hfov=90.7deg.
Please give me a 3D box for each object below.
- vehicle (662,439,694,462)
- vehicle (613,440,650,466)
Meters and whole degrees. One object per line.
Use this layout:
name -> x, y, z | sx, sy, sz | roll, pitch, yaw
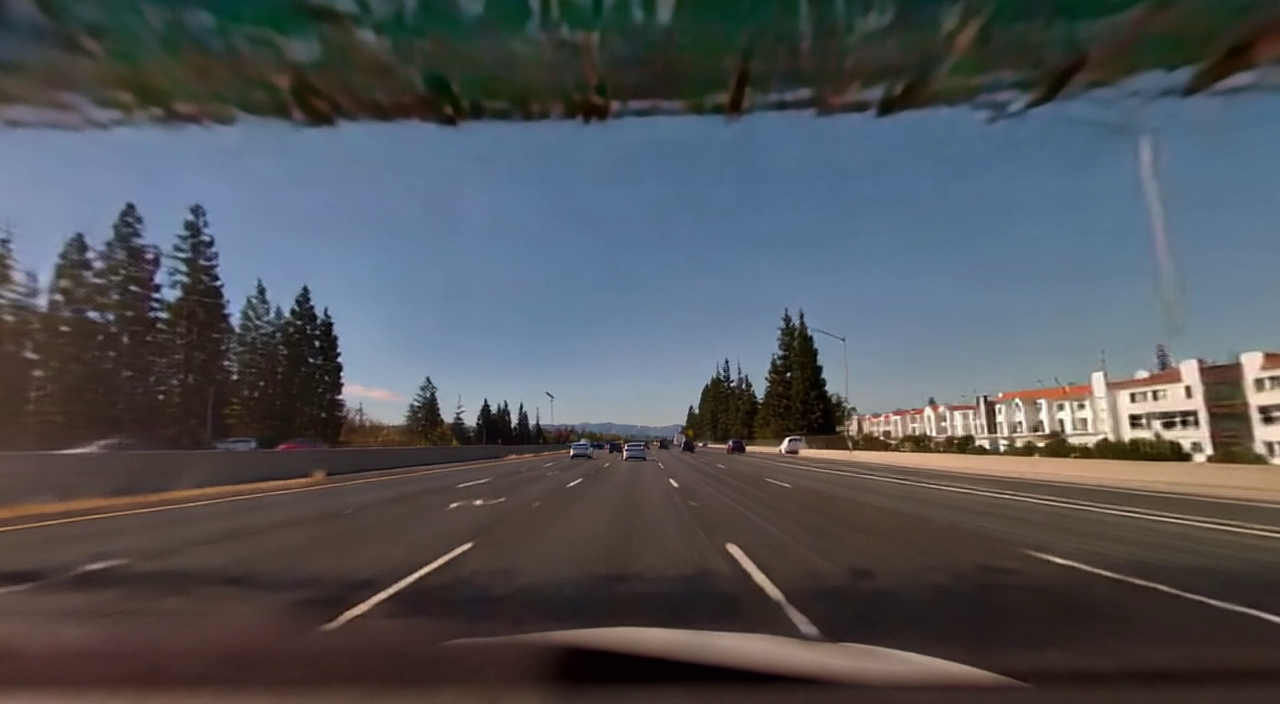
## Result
vehicle -> 2.801, 7.359, 47.304 | 2.084, 1.624, 3.935 | 0, -9, -1
vehicle -> -0.528, 6.195, 38.776 | 2.146, 1.485, 4.332 | 0, -9, 0
